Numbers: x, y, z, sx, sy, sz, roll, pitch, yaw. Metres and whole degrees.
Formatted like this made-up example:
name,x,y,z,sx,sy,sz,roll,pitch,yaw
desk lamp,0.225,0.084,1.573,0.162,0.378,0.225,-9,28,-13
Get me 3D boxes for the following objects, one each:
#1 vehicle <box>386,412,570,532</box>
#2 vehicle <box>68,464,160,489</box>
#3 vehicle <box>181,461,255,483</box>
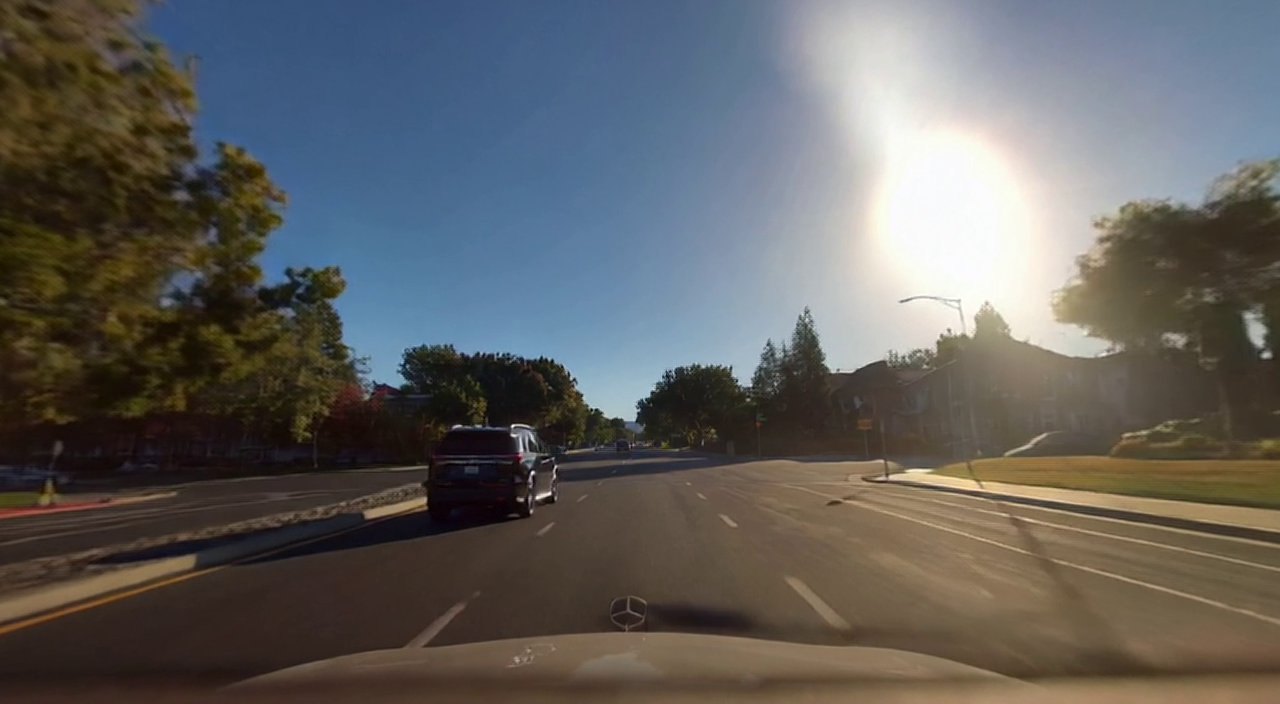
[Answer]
name,x,y,z,sx,sy,sz,roll,pitch,yaw
vehicle,-2.796,2.218,12.264,2.179,1.851,4.756,0,-8,2
vehicle,-36.580,8.638,43.978,4.757,1.473,1.837,6,-11,-37
vehicle,-31.924,9.069,47.724,4.500,1.475,1.842,6,-10,-35
